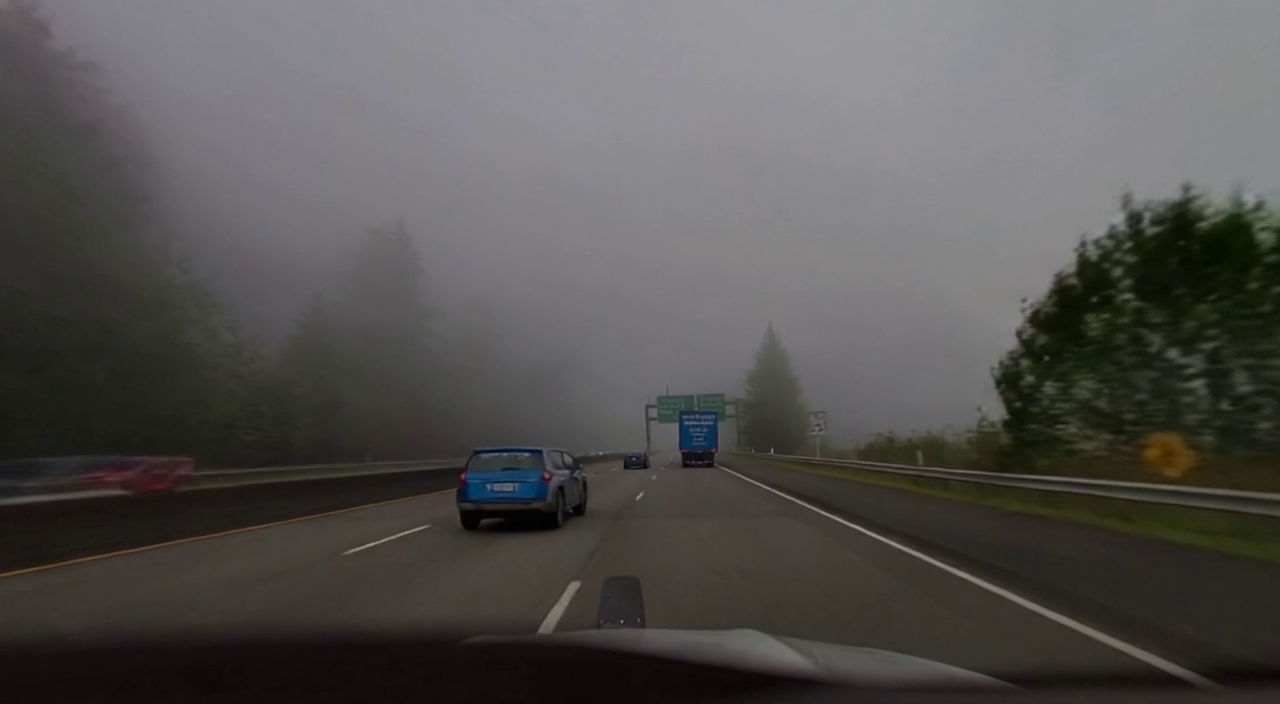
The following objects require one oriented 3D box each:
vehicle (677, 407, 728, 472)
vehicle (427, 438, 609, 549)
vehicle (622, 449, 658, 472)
[{"bbox_3d":[4.278,6.582,46.279,2.960,4.018,13.834,-1,-9,3],"label":"vehicle"},{"bbox_3d":[-1.834,2.350,11.174,2.039,1.532,4.610,-1,-9,4],"label":"vehicle"},{"bbox_3d":[0.049,7.255,42.139,2.045,1.430,3.951,-1,-9,4],"label":"vehicle"}]
